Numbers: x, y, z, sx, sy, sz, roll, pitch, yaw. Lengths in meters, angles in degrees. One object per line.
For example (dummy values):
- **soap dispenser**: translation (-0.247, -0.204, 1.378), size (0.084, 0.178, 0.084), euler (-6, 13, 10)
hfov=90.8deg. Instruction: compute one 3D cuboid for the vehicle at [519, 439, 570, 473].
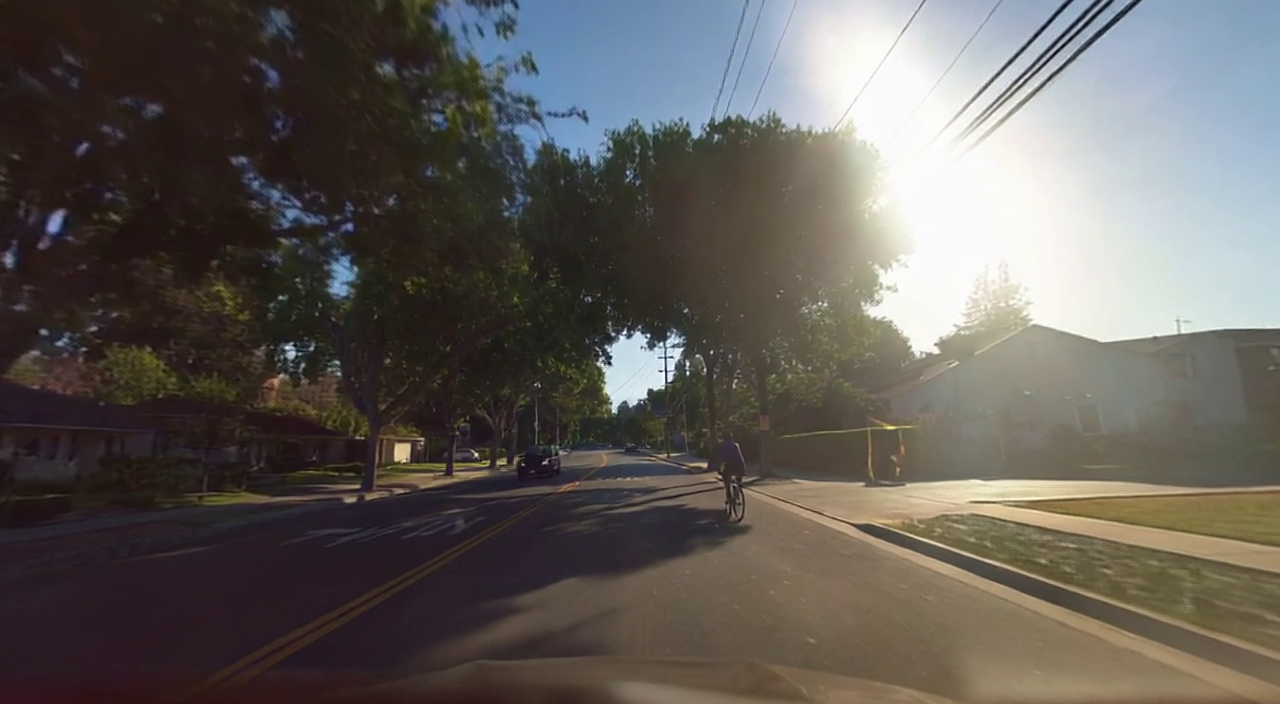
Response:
- **vehicle**: translation (-5.247, 5.811, 35.377), size (2.073, 1.761, 4.589), euler (0, -8, 1)
